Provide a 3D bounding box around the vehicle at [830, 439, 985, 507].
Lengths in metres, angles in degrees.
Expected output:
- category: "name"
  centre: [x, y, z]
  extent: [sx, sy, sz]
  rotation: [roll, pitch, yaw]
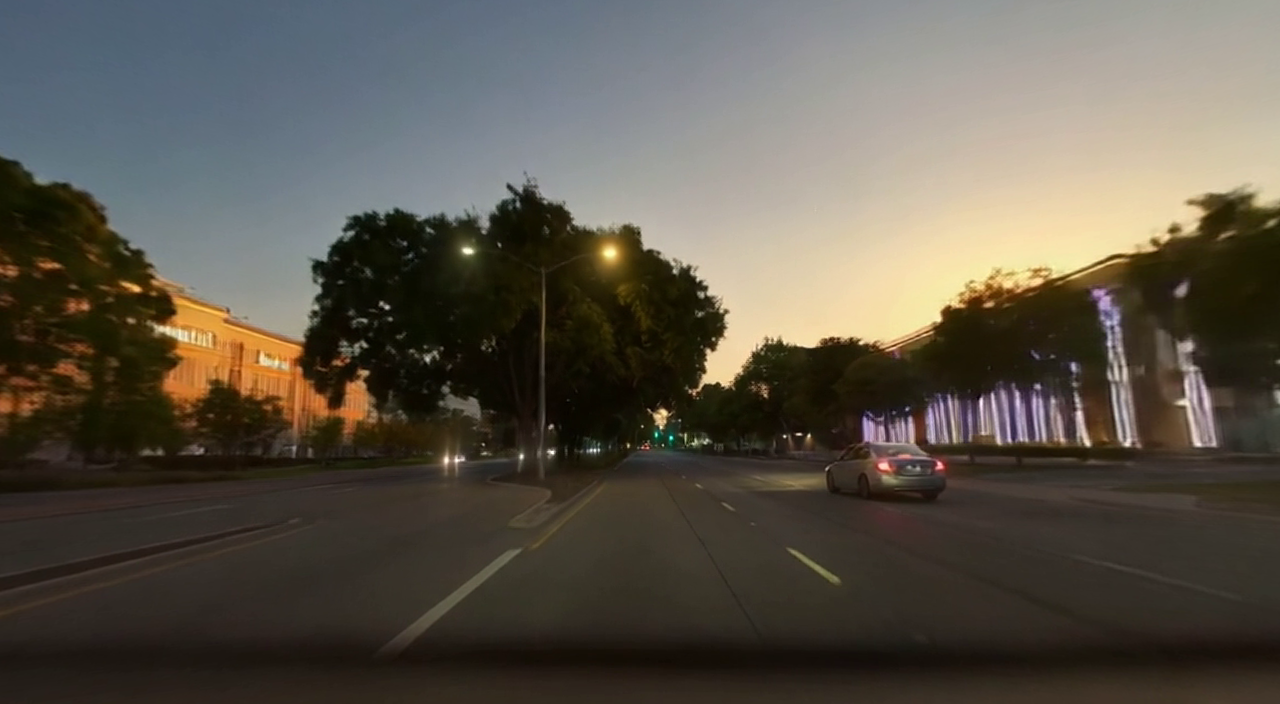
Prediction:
- category: "vehicle"
  centre: [6.726, 3.069, 16.570]
  extent: [1.913, 1.504, 4.738]
  rotation: [0, -9, -1]
